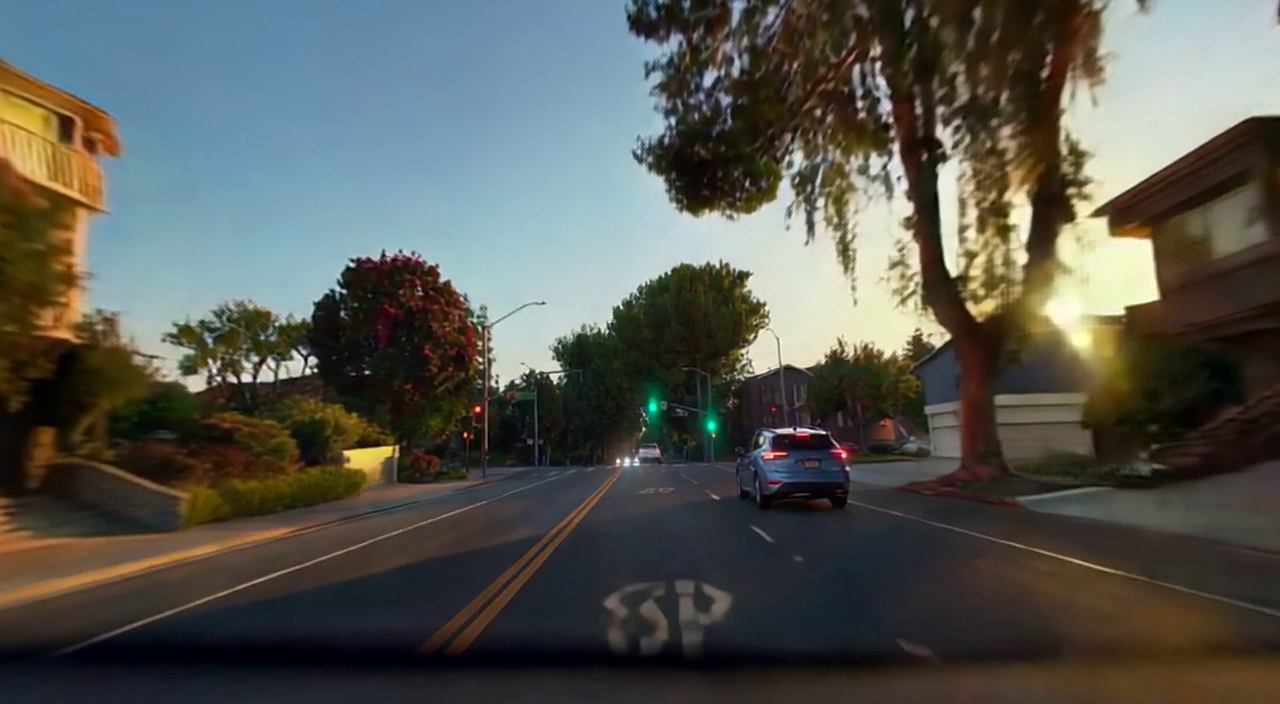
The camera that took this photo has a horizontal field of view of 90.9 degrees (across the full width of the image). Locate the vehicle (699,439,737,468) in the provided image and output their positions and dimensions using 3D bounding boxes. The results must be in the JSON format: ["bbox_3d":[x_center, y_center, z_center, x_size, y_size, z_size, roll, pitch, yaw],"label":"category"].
[{"bbox_3d":[5.250,6.836,42.536,2.335,1.794,4.898,-1,-9,7],"label":"vehicle"}]

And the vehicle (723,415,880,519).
[{"bbox_3d":[3.240,2.440,13.878,2.130,1.863,4.844,0,-9,0],"label":"vehicle"}]

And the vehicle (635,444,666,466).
[{"bbox_3d":[0.739,7.464,45.831,2.097,1.463,4.043,0,-9,0],"label":"vehicle"}]
